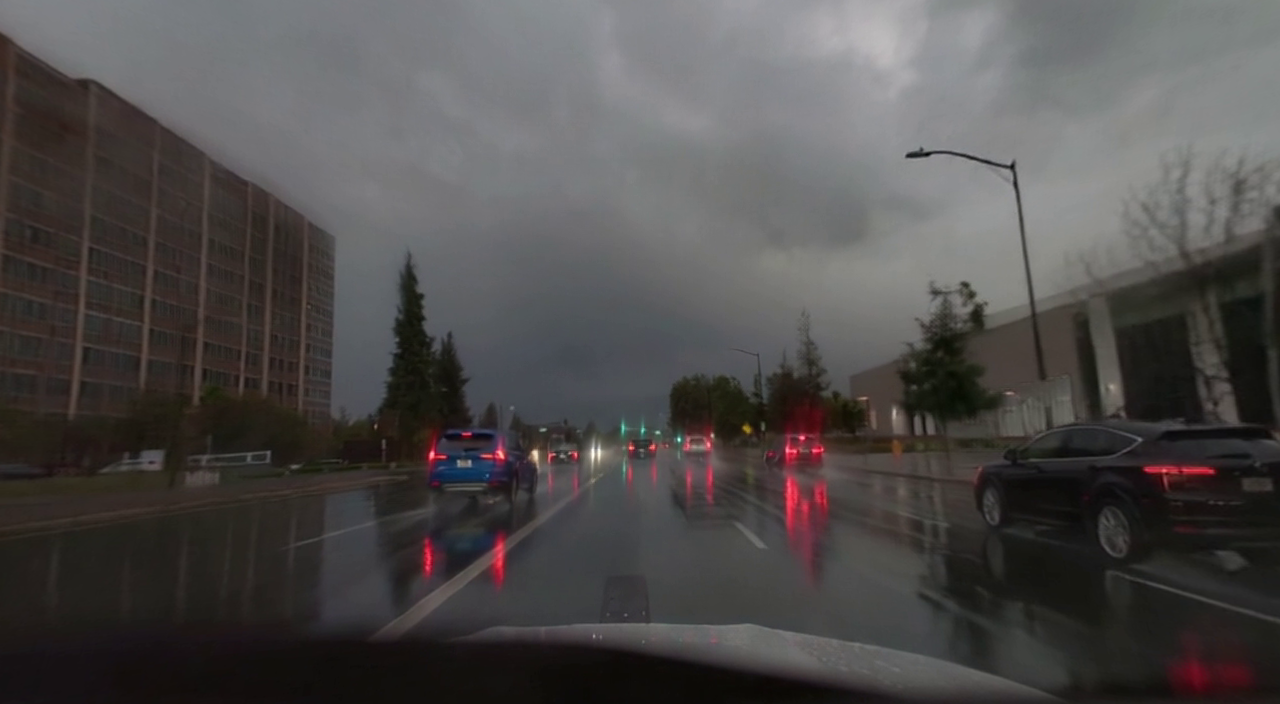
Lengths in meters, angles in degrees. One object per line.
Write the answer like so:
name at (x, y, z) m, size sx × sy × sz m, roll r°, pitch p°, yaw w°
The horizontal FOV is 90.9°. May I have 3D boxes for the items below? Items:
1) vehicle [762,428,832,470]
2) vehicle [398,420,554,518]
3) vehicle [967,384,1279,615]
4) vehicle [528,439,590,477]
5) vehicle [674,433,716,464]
vehicle at (7.192, 4.512, 29.355) m, size 2.076 × 1.793 × 4.464 m, roll 0°, pitch -8°, yaw 0°
vehicle at (-3.258, 2.435, 13.589) m, size 2.141 × 1.719 × 4.379 m, roll -1°, pitch -8°, yaw 1°
vehicle at (5.689, 1.388, 6.841) m, size 2.088 × 1.666 × 4.512 m, roll -1°, pitch -8°, yaw 4°
vehicle at (-3.348, 4.485, 26.918) m, size 2.036 × 1.465 × 4.301 m, roll -1°, pitch -8°, yaw 1°
vehicle at (3.390, 6.115, 39.957) m, size 2.178 × 1.804 × 4.766 m, roll 0°, pitch -8°, yaw -1°
